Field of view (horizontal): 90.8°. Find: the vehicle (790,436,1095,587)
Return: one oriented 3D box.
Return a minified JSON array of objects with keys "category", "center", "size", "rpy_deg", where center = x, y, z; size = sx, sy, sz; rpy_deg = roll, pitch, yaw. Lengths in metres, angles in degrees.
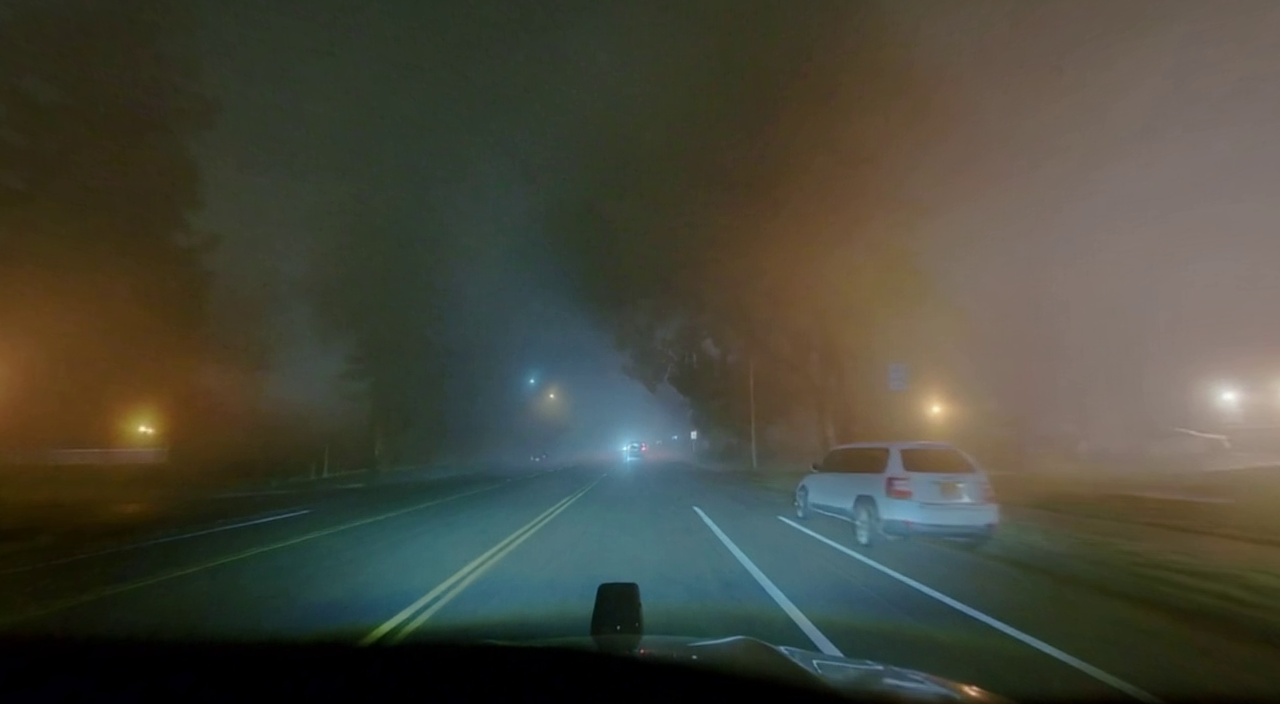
[{"category":"vehicle","center":[3.985,2.138,9.471],"size":[2.124,1.524,4.698],"rpy_deg":[5,-9,-2]}]

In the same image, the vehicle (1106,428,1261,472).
[{"category":"vehicle","center":[21.254,3.841,24.812],"size":[4.536,1.654,1.931],"rpy_deg":[1,-8,-7]}]
